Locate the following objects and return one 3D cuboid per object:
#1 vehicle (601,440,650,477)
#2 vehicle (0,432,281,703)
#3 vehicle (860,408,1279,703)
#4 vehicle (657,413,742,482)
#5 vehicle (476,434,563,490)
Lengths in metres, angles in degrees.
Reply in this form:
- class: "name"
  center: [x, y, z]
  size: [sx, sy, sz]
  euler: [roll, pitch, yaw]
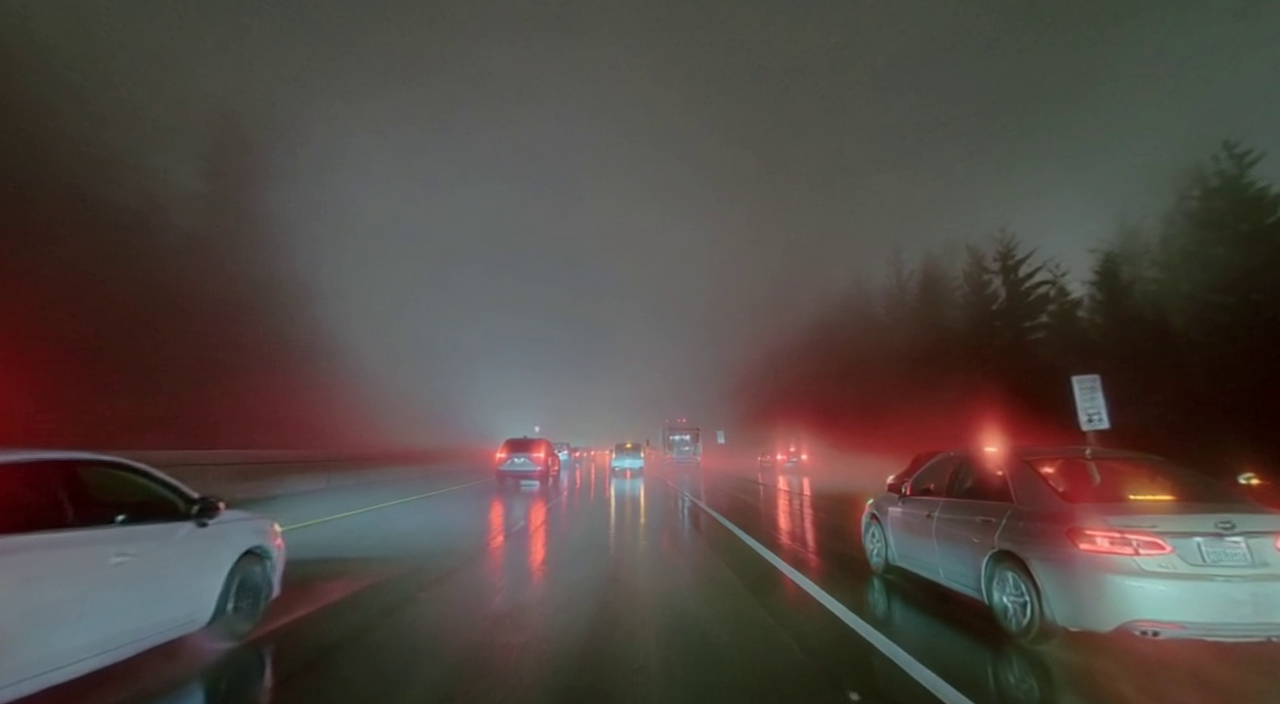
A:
- class: "vehicle"
  center: [-0.668, 5.182, 30.805]
  size: [2.235, 1.682, 4.094]
  euler: [0, -9, -1]
- class: "vehicle"
  center: [-4.120, 1.128, 3.237]
  size: [1.947, 1.424, 4.264]
  euler: [0, -9, 1]
- class: "vehicle"
  center: [3.055, 1.187, 3.590]
  size: [2.031, 1.504, 4.327]
  euler: [0, -9, 0]
- class: "vehicle"
  center: [3.007, 5.472, 36.304]
  size: [3.426, 3.279, 12.313]
  euler: [0, -9, -1]
- class: "vehicle"
  center: [-4.195, 3.921, 22.848]
  size: [2.176, 1.783, 4.799]
  euler: [0, -9, 0]
